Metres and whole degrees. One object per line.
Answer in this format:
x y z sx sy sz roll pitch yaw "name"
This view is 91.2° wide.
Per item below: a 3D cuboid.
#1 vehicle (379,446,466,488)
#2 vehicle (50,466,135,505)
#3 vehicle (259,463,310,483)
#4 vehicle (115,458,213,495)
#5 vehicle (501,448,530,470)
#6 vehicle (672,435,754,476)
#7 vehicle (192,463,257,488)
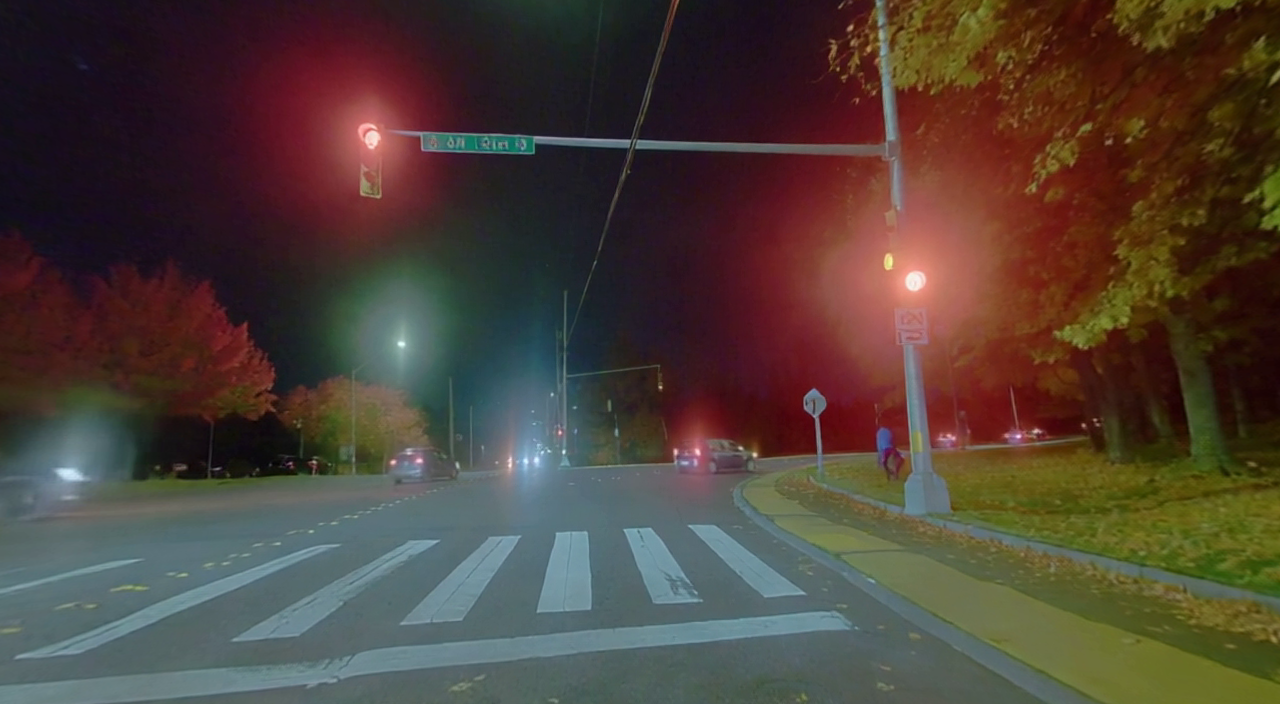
-9.429 4.992 27.495 1.832 1.674 3.805 -2 -9 12 "vehicle"
-25.423 6.157 29.263 1.694 1.528 4.225 3 -10 -24 "vehicle"
-28.146 9.576 49.743 1.776 1.452 3.920 0 -9 0 "vehicle"
-27.833 7.264 36.904 2.064 1.913 5.081 0 -9 -4 "vehicle"
-9.315 8.015 46.987 1.776 1.558 3.779 1 -9 -6 "vehicle"
3.674 5.111 31.117 1.988 1.853 4.314 -8 -11 39 "vehicle"
-28.541 8.477 43.157 1.768 1.465 3.972 0 -9 -1 "vehicle"
